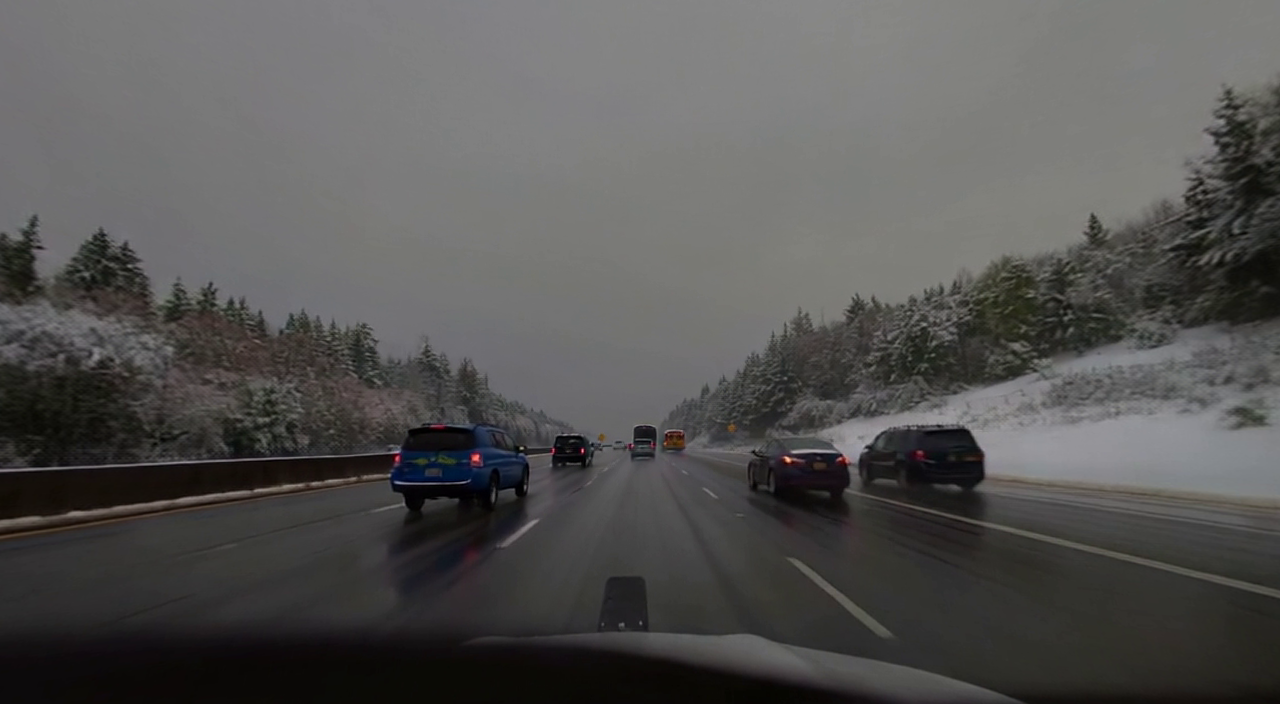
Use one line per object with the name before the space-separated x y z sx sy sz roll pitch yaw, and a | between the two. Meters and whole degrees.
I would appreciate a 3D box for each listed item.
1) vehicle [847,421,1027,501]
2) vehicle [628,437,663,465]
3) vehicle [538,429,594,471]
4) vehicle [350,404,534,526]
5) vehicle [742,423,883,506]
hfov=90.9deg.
vehicle | 7.759 2.929 17.371 2.191 1.807 5.692 0 -8 0
vehicle | 0.325 6.128 39.218 2.042 1.632 3.654 0 -8 0
vehicle | -3.502 4.756 30.653 2.155 1.843 4.567 0 -8 0
vehicle | -3.490 2.106 12.208 2.016 1.898 4.458 0 -8 1
vehicle | 3.896 2.643 15.227 2.050 1.661 4.636 0 -8 -1
